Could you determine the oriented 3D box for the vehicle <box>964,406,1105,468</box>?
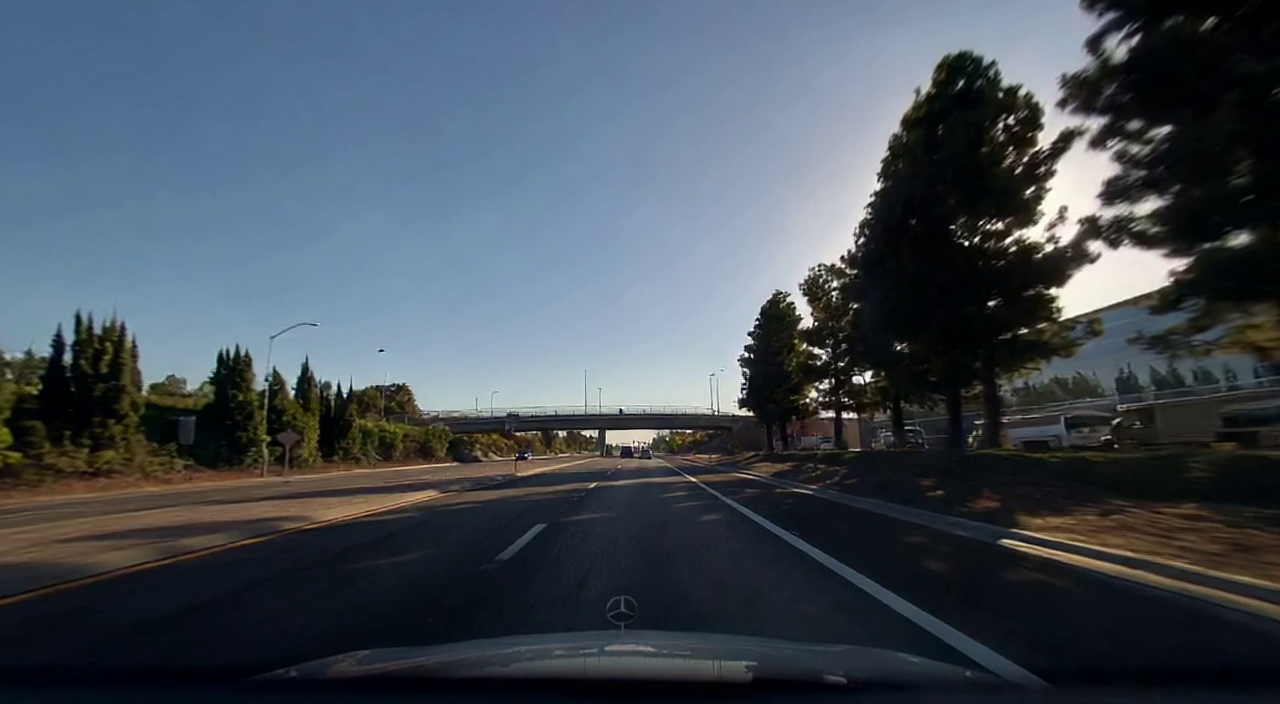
[{"bbox_3d":[30.287,6.768,49.709,2.914,4.132,13.954,-2,-8,4],"label":"vehicle"}]

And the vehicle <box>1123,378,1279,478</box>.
[{"bbox_3d":[28.267,3.579,28.855,2.848,4.095,14.282,-1,-9,8],"label":"vehicle"}]
